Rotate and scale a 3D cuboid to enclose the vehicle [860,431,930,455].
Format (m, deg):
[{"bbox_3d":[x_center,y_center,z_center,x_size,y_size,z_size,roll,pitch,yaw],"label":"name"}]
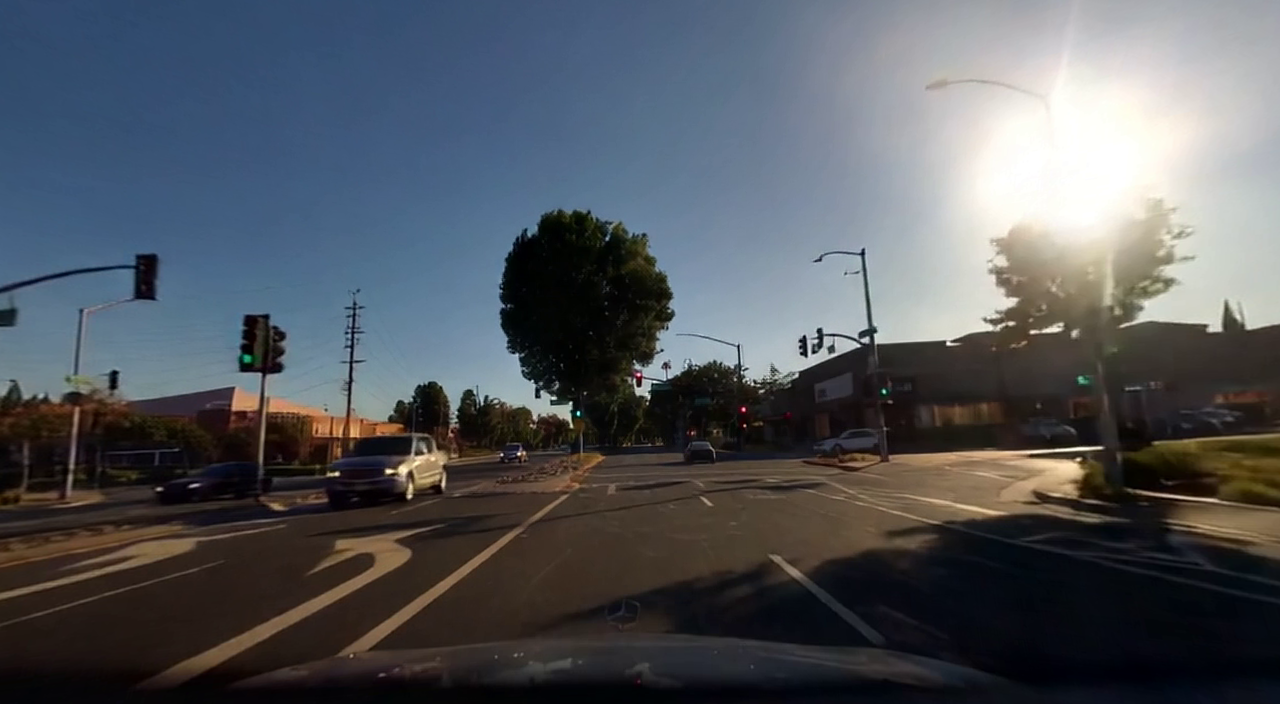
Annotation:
[{"bbox_3d":[18.482,6.599,45.803,4.447,1.601,2.033,3,-9,-22],"label":"vehicle"}]

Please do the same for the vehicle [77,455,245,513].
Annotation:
[{"bbox_3d":[-15.350,4.215,20.632,1.931,1.590,4.478,0,-8,1],"label":"vehicle"}]

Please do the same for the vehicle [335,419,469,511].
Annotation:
[{"bbox_3d":[-6.198,2.980,17.288,2.270,2.068,5.517,1,-9,-9],"label":"vehicle"}]

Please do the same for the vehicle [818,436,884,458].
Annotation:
[{"bbox_3d":[16.157,7.258,48.375,4.497,1.594,1.935,3,-9,-23],"label":"vehicle"}]

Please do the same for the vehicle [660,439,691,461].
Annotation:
[{"bbox_3d":[2.698,7.611,48.962,1.982,1.605,4.439,0,-8,-1],"label":"vehicle"}]

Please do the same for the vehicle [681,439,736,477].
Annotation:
[{"bbox_3d":[3.063,4.791,28.872,1.961,1.580,4.020,0,-8,-1],"label":"vehicle"}]
